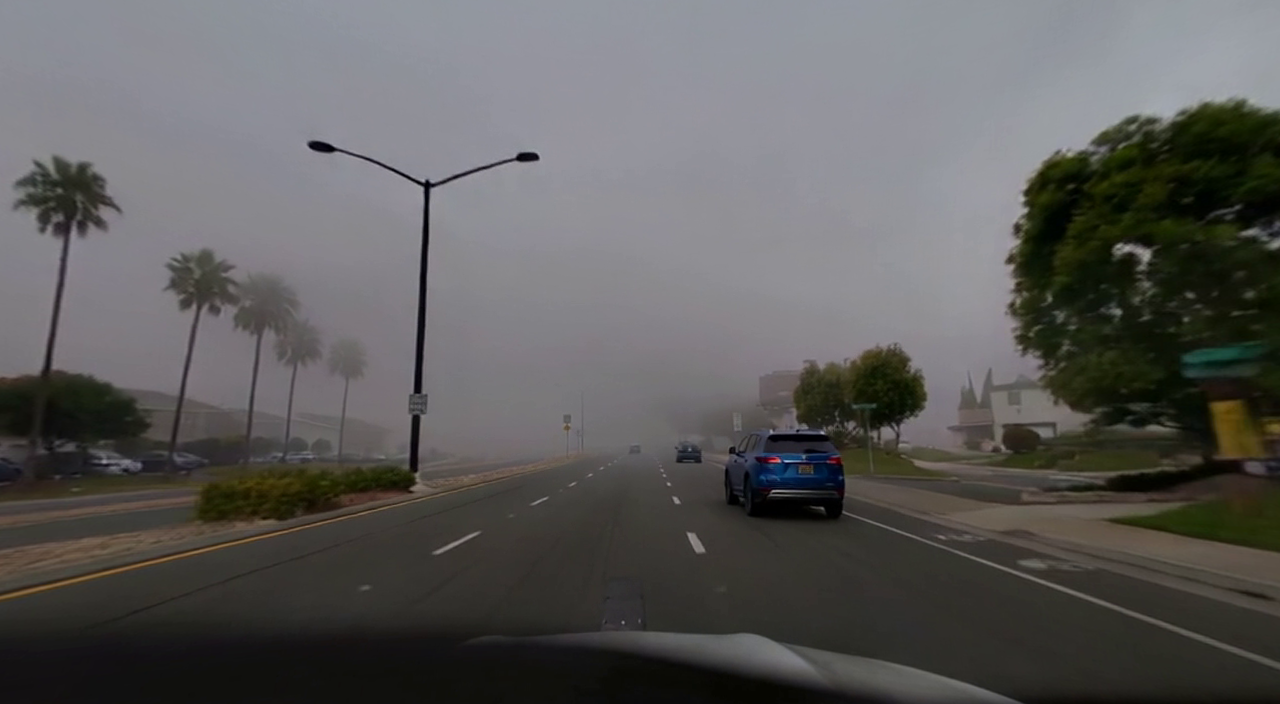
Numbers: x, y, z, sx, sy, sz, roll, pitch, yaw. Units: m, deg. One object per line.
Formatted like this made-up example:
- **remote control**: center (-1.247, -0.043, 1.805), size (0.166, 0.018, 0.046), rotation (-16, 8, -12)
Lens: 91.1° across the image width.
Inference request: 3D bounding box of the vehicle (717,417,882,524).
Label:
- **vehicle**: center (3.000, 2.371, 13.079), size (2.195, 1.804, 4.658), rotation (0, -8, 0)

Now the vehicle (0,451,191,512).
- **vehicle**: center (-15.263, 3.576, 17.831), size (2.018, 1.438, 4.448), rotation (1, -8, -6)

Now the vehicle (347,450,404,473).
- **vehicle**: center (-18.565, 7.660, 44.304), size (1.900, 1.476, 4.746), rotation (0, -8, 1)
